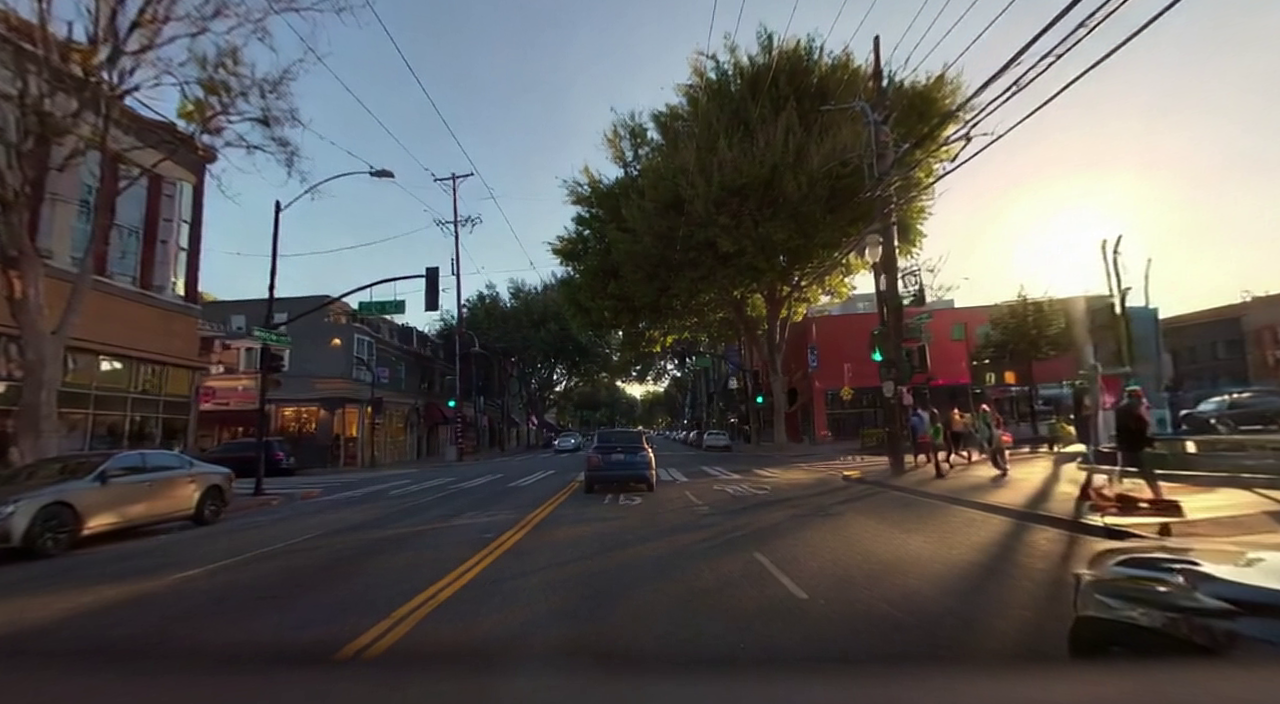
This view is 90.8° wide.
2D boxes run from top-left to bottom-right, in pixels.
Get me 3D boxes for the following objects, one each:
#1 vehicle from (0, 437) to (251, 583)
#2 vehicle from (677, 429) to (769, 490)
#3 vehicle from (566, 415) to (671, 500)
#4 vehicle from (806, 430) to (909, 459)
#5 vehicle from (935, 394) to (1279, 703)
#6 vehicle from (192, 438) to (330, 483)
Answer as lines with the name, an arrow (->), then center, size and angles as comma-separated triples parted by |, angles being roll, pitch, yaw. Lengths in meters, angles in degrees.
vehicle -> -9.775, 2.515, 11.053 | 2.048, 1.985, 6.011 | 0, -8, 0
vehicle -> 2.289, 3.114, 18.573 | 1.998, 1.580, 4.015 | 0, -8, -2
vehicle -> -0.525, 2.698, 16.461 | 2.301, 1.854, 4.919 | 0, -8, -1
vehicle -> 11.365, 4.866, 33.272 | 4.713, 1.493, 1.875 | 0, -8, -2
vehicle -> 2.828, 0.808, 1.459 | 2.146, 1.457, 4.439 | 0, -8, 0
vehicle -> -17.638, 5.052, 29.602 | 5.037, 2.002, 2.173 | 0, -8, 0
